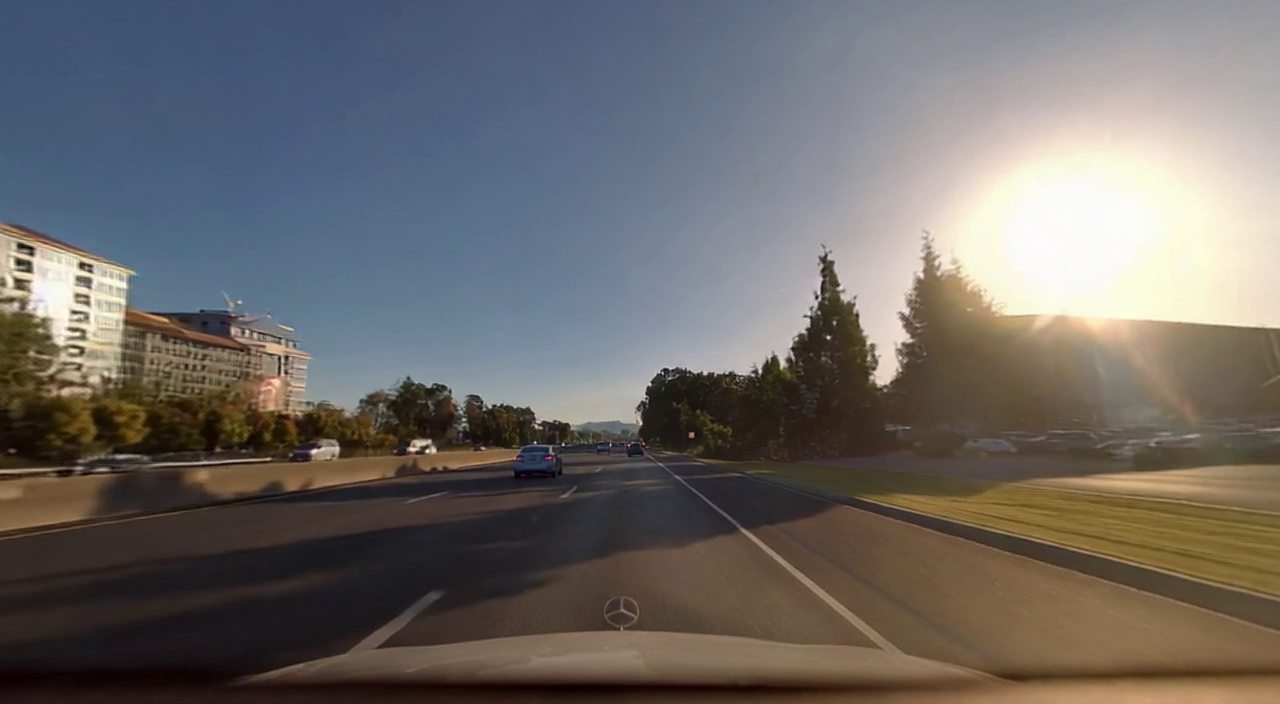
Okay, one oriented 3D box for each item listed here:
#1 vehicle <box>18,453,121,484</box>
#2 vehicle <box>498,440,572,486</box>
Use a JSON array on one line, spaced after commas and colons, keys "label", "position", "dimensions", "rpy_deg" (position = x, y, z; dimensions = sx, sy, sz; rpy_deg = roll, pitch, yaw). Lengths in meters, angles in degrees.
[{"label": "vehicle", "position": [-32.199, 6.551, 35.833], "dimensions": [1.797, 1.616, 4.252], "rpy_deg": [0, -9, 0]}, {"label": "vehicle", "position": [-3.609, 3.887, 22.435], "dimensions": [1.920, 1.463, 4.134], "rpy_deg": [0, -8, 0]}]
